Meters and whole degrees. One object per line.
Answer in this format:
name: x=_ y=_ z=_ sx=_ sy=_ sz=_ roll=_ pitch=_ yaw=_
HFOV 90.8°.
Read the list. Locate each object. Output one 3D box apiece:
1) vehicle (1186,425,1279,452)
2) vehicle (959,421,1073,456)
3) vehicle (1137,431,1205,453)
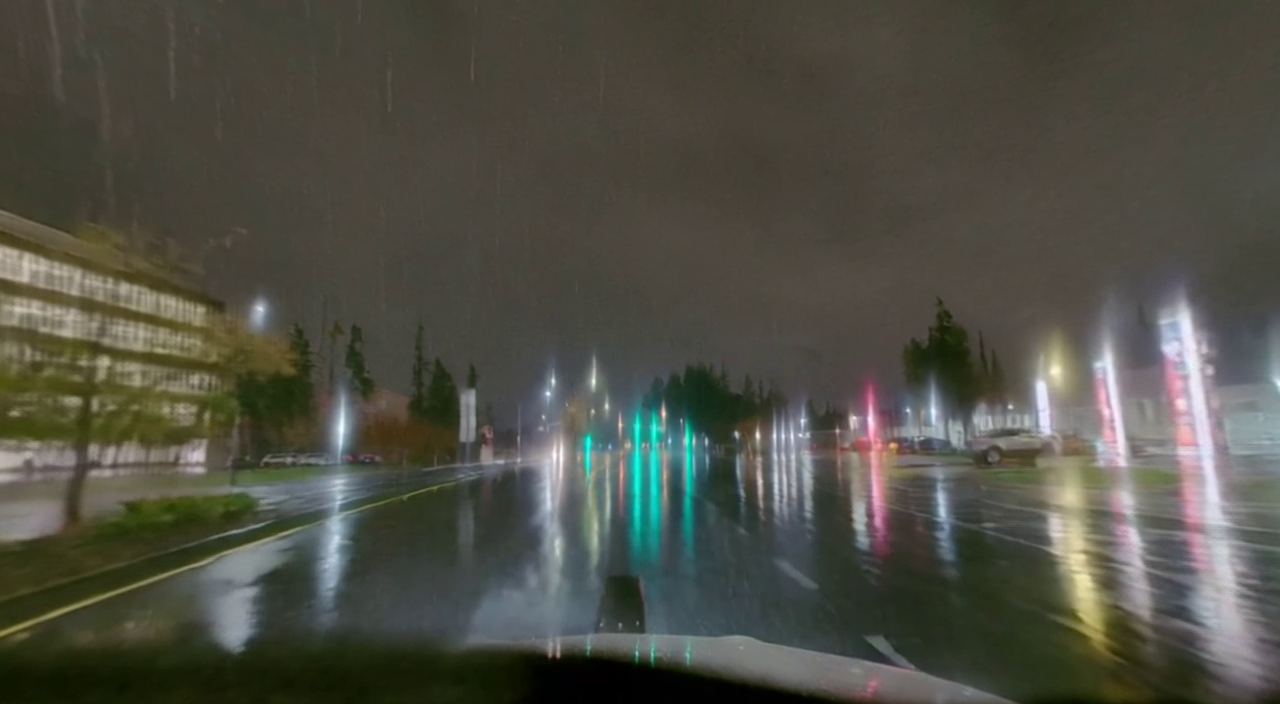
vehicle: x=34.248 y=5.004 z=36.385 sx=4.002 sy=1.471 sz=1.720 roll=0 pitch=-9 yaw=-3
vehicle: x=20.009 y=4.621 z=33.773 sx=4.656 sy=1.752 sz=2.309 roll=0 pitch=-9 yaw=-4
vehicle: x=39.858 y=6.775 z=47.468 sx=3.517 sy=1.432 sz=1.583 roll=-4 pitch=-8 yaw=0
